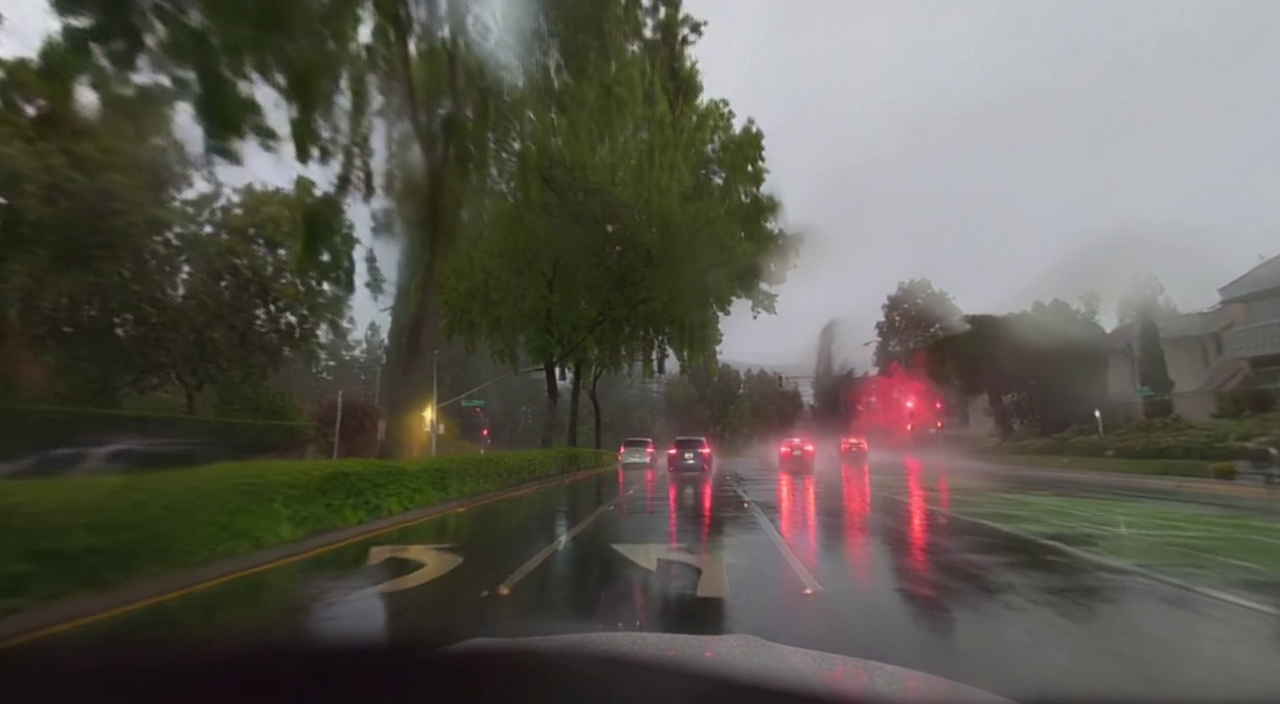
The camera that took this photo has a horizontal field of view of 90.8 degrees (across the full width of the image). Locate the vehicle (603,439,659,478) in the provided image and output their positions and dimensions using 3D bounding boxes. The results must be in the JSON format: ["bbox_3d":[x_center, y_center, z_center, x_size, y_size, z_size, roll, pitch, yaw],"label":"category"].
[{"bbox_3d":[-0.297,4.448,26.629,1.923,1.498,3.887,-1,-9,5],"label":"vehicle"}]

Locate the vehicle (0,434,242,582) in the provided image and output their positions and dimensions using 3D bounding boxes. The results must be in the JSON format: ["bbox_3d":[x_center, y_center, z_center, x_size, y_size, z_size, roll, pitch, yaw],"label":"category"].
[{"bbox_3d":[-8.229,2.050,9.014,2.029,1.667,4.504,-1,-8,2],"label":"vehicle"}]

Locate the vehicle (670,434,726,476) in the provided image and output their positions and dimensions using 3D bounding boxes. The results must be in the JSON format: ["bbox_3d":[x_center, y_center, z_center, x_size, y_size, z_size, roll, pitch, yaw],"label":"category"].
[{"bbox_3d":[2.572,4.580,28.263,2.286,1.701,4.395,-1,-8,4],"label":"vehicle"}]
